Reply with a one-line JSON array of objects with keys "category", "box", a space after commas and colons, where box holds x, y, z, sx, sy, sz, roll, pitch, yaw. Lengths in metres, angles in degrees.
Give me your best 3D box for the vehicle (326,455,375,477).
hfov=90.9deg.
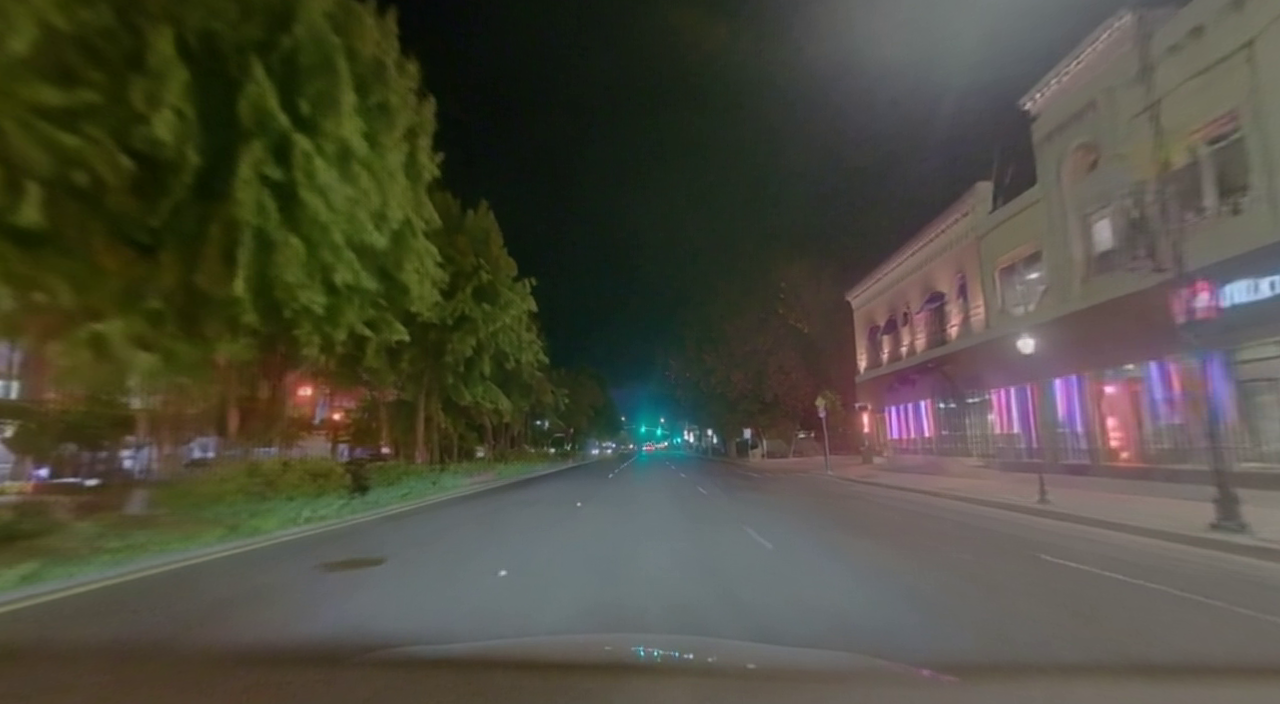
[{"category": "vehicle", "box": [-21.875, 8.592, 47.803, 1.883, 1.546, 3.930, 0, -8, -1]}]
